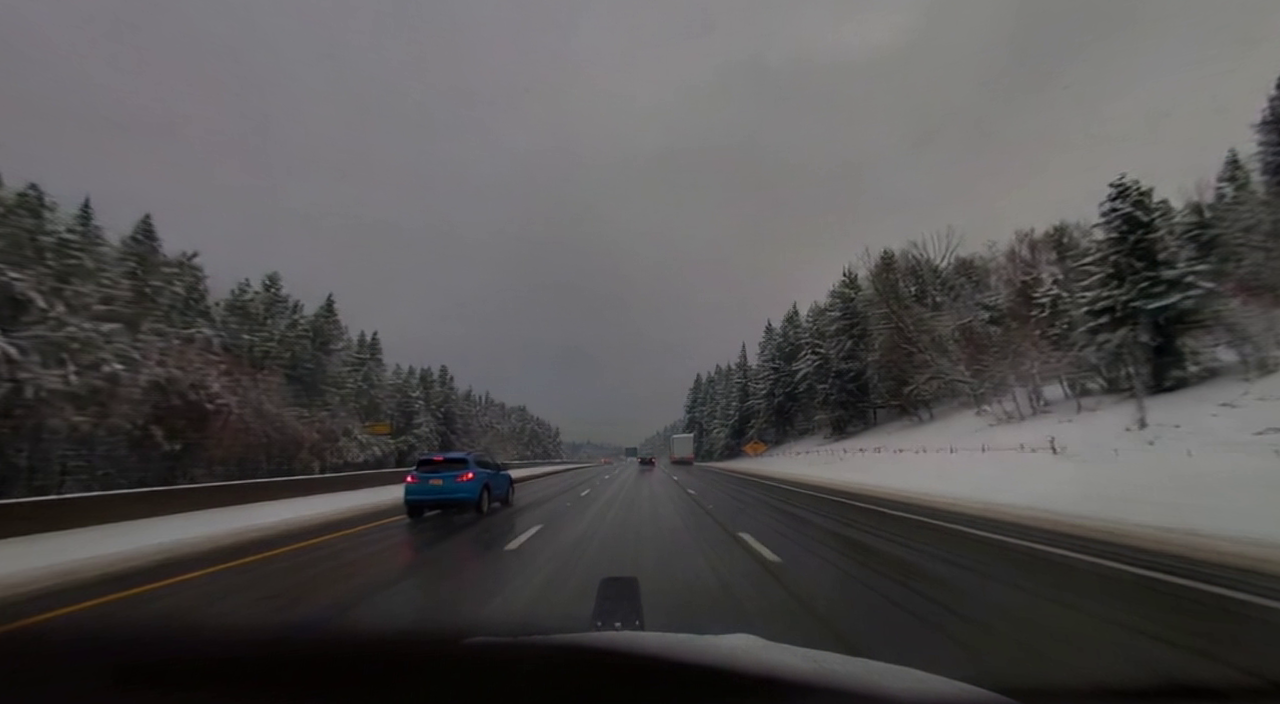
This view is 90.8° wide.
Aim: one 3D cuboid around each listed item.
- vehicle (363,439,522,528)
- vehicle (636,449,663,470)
[{"bbox_3d":[-3.802,2.594,12.941,1.927,1.530,3.874,0,-9,1],"label":"vehicle"},{"bbox_3d":[0.760,8.412,49.615,2.006,1.586,3.915,0,-9,1],"label":"vehicle"}]
